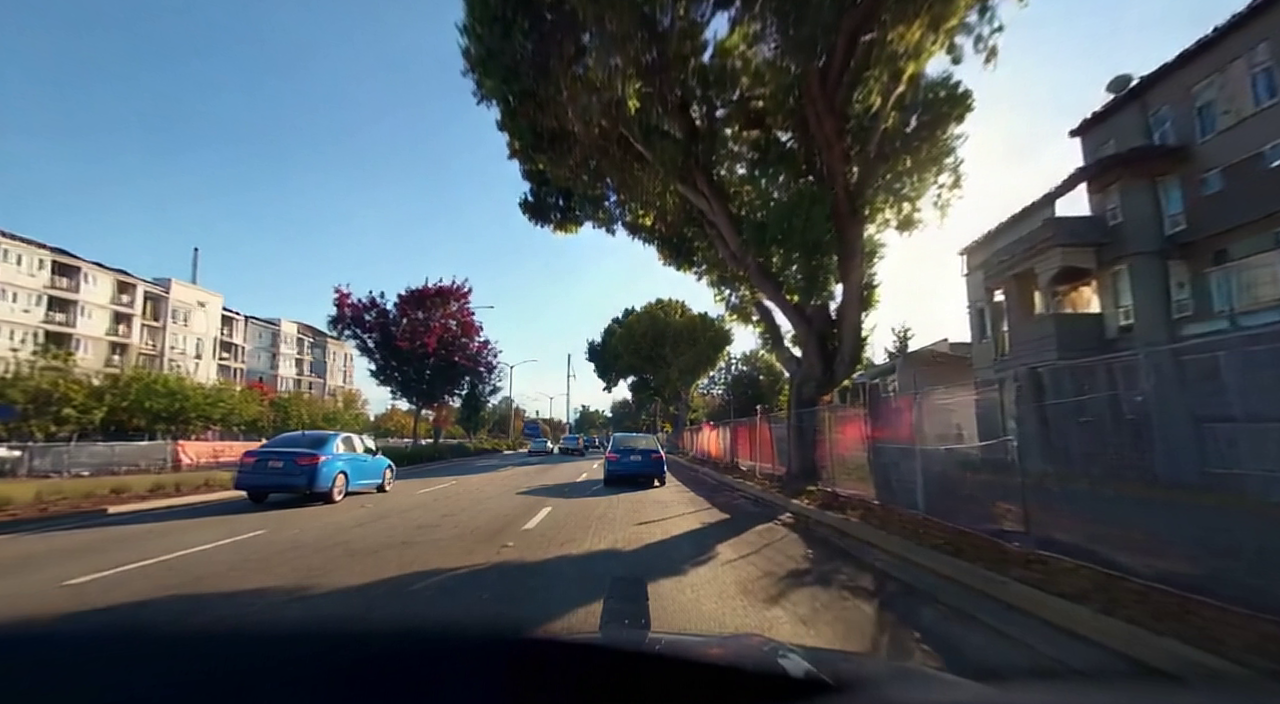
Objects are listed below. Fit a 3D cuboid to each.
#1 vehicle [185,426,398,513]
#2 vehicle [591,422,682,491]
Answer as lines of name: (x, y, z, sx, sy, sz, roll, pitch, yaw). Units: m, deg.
vehicle: (-6.837, 2.309, 13.055, 1.877, 1.479, 4.430, 0, -8, 0)
vehicle: (-0.168, 2.842, 17.540, 2.227, 1.654, 4.091, 0, -8, -2)
